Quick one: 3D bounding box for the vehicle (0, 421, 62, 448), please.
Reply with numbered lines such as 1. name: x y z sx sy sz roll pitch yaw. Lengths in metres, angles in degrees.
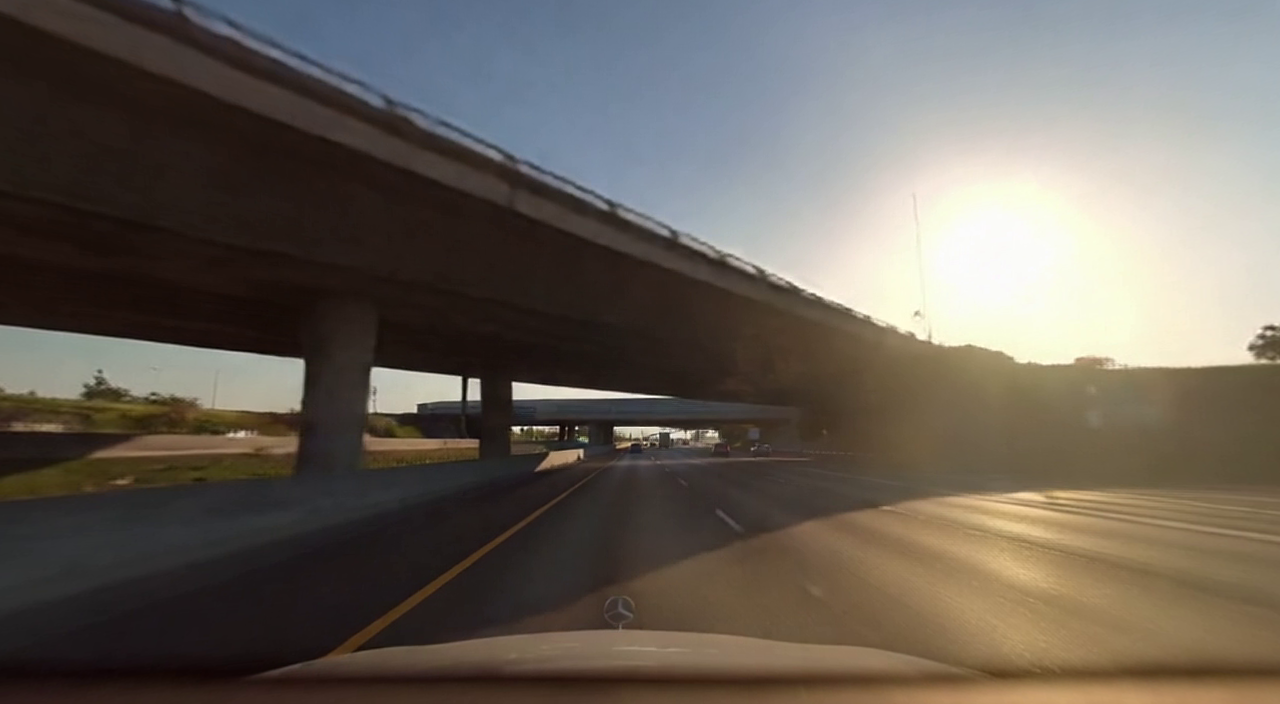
1. vehicle: -37.469 4.955 37.608 1.850 1.517 4.306 0 -8 -1
